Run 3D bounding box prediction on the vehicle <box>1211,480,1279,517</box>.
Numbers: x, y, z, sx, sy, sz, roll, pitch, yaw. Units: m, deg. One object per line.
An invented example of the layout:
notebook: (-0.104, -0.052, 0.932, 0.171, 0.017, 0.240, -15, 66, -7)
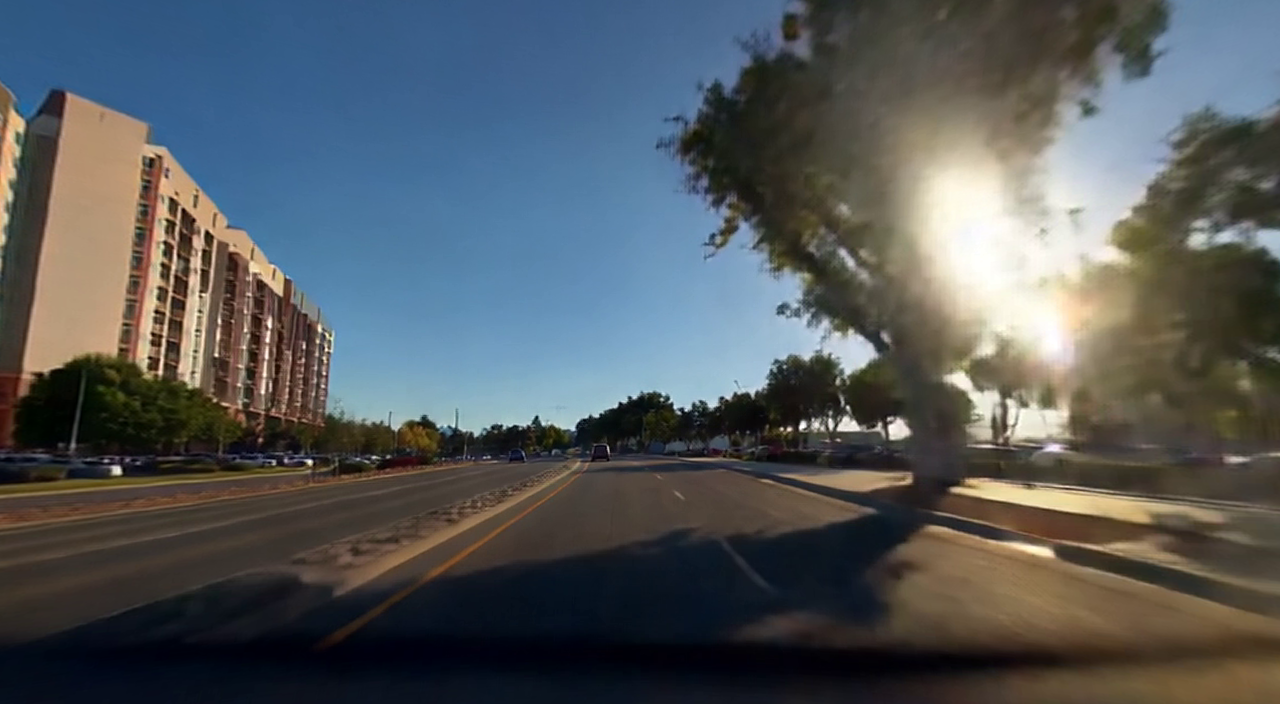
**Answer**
vehicle: (32.411, 7.469, 32.317, 4.227, 1.705, 2.099, 0, -8, 2)
